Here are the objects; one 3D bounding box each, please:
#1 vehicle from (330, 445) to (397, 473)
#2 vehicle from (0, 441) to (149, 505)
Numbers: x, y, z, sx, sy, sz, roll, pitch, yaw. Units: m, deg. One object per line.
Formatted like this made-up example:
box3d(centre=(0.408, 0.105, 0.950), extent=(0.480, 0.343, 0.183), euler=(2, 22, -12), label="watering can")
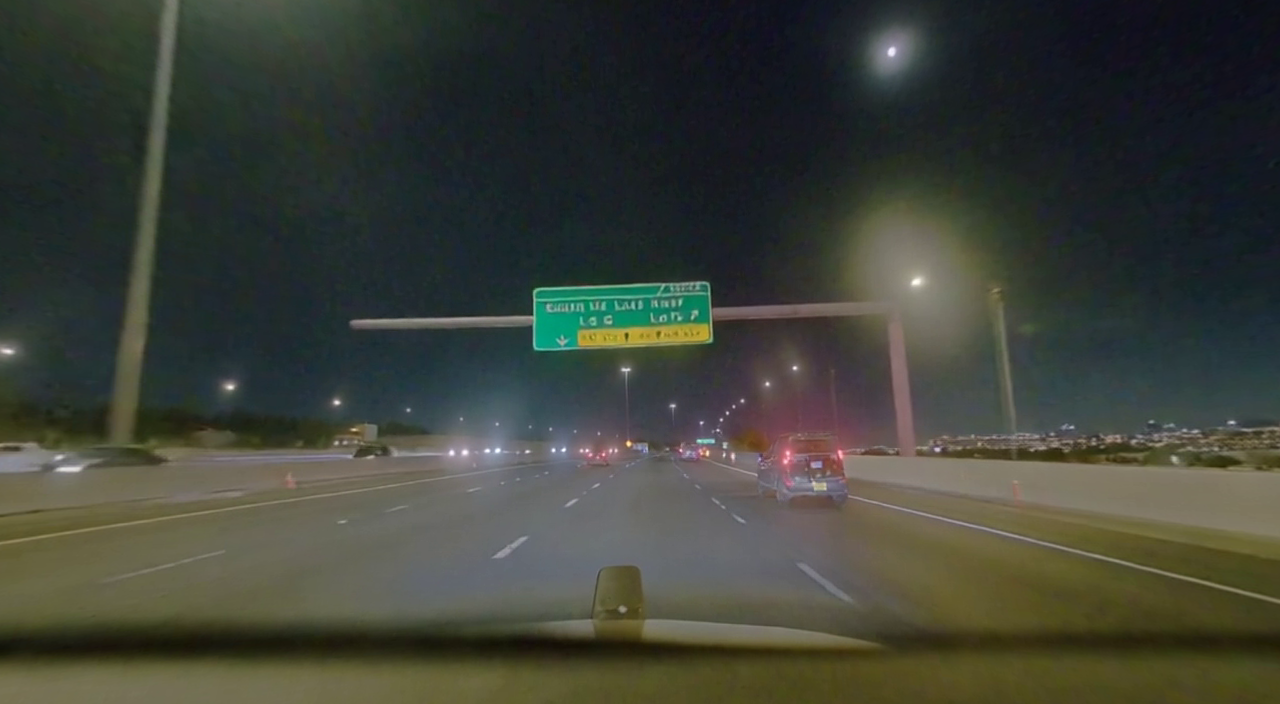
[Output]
box3d(centre=(-16.186, 6.289, 37.115), extent=(1.871, 1.485, 4.332), euler=(-1, -9, 2), label="vehicle")
box3d(centre=(-16.345, 3.246, 17.264), extent=(1.937, 1.515, 4.594), euler=(-1, -9, 2), label="vehicle")
